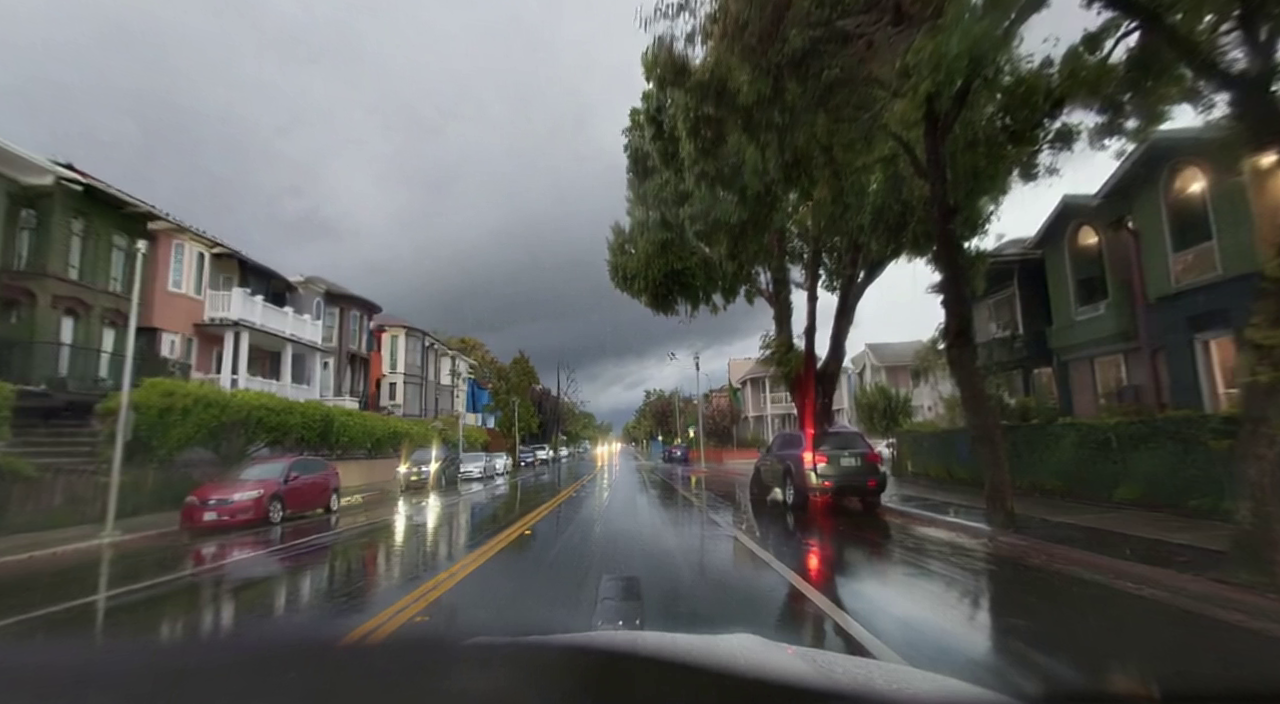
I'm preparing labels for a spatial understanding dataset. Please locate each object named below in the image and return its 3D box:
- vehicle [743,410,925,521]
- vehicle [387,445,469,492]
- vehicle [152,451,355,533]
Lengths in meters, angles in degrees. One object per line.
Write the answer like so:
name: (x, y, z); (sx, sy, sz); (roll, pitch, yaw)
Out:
vehicle: (4.132, 2.571, 14.840); (2.393, 2.075, 5.683); (0, -8, -1)
vehicle: (-8.464, 4.677, 25.681); (1.919, 1.698, 4.328); (-1, -9, -1)
vehicle: (-8.447, 3.052, 14.430); (1.983, 1.514, 4.459); (0, -9, -3)
